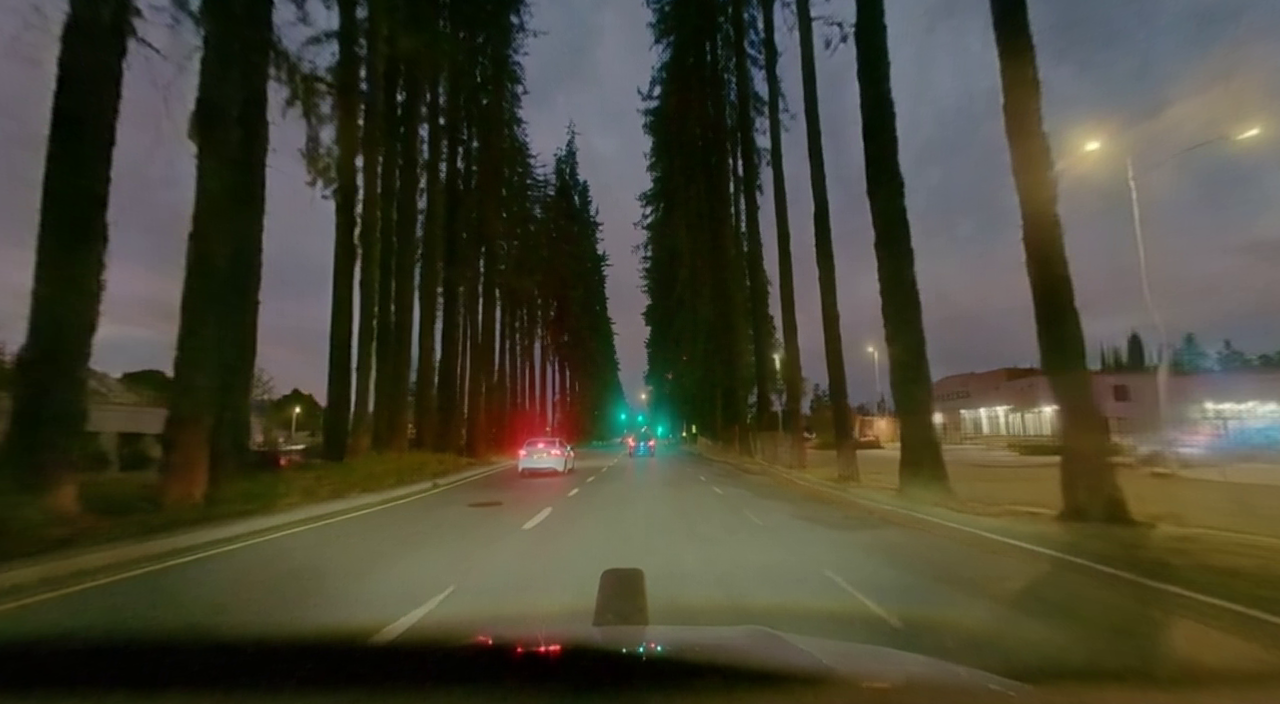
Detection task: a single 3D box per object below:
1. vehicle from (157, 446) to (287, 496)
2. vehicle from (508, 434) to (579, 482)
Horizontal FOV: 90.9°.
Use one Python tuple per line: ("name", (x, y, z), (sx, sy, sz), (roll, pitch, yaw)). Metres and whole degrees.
("vehicle", (-15.870, 4.487, 24.273), (1.884, 1.714, 4.450), (0, -8, 0))
("vehicle", (-3.529, 3.980, 23.927), (1.914, 1.630, 4.351), (0, -8, 1))
